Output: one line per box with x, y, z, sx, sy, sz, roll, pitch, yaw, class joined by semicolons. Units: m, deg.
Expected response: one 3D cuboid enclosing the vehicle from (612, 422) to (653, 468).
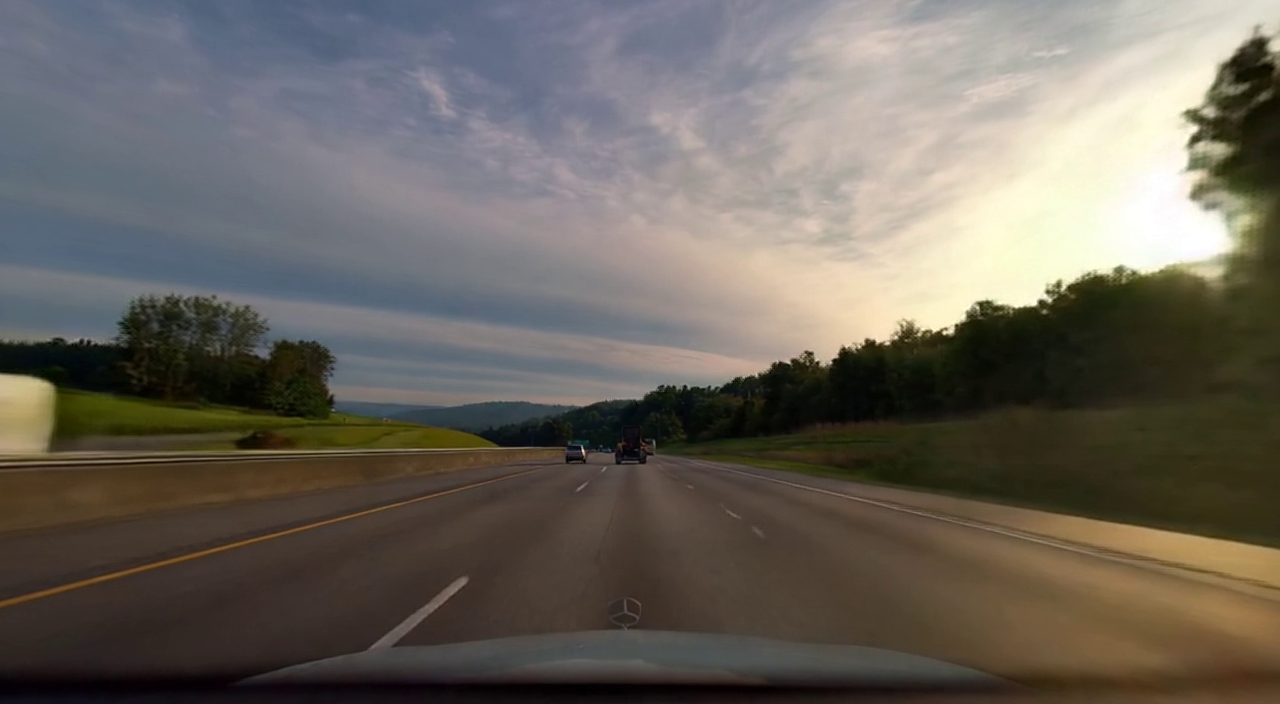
-0.610;6.701;45.479;2.672;3.056;6.900;0;-9;-2;vehicle

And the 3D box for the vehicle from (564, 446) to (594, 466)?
-4.649;7.965;48.557;1.991;1.484;4.110;0;-9;-1;vehicle
